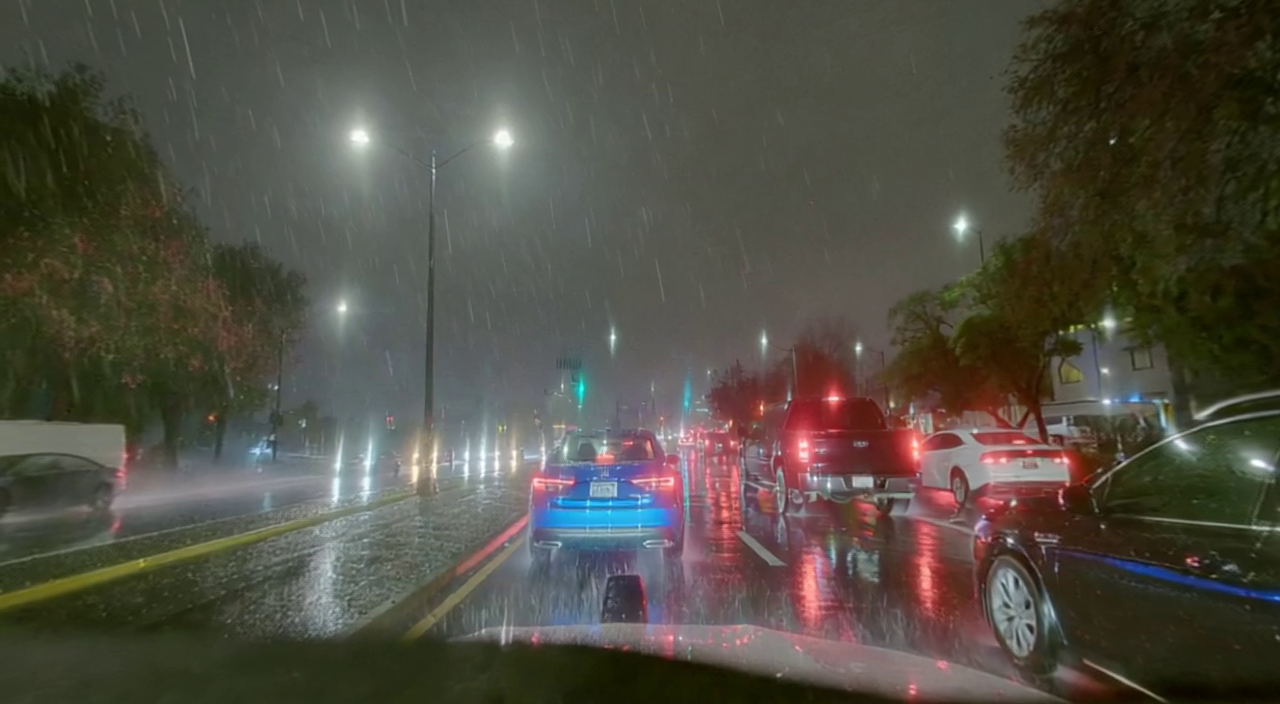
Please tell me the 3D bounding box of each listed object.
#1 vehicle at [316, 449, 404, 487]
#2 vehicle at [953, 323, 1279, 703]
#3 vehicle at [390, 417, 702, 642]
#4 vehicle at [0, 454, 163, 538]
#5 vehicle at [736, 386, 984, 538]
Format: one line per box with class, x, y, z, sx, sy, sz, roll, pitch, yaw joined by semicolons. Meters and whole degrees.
vehicle;-12.428;5.138;28.220;1.882;1.538;4.382;0;-8;1
vehicle;3.154;0.760;2.074;1.982;1.709;4.427;0;-9;1
vehicle;-0.583;1.502;6.333;2.111;1.506;4.018;0;-9;2
vehicle;-12.790;2.905;13.077;1.968;1.497;4.649;0;-9;1
vehicle;3.511;1.960;11.693;2.444;2.098;5.766;0;-9;-1
